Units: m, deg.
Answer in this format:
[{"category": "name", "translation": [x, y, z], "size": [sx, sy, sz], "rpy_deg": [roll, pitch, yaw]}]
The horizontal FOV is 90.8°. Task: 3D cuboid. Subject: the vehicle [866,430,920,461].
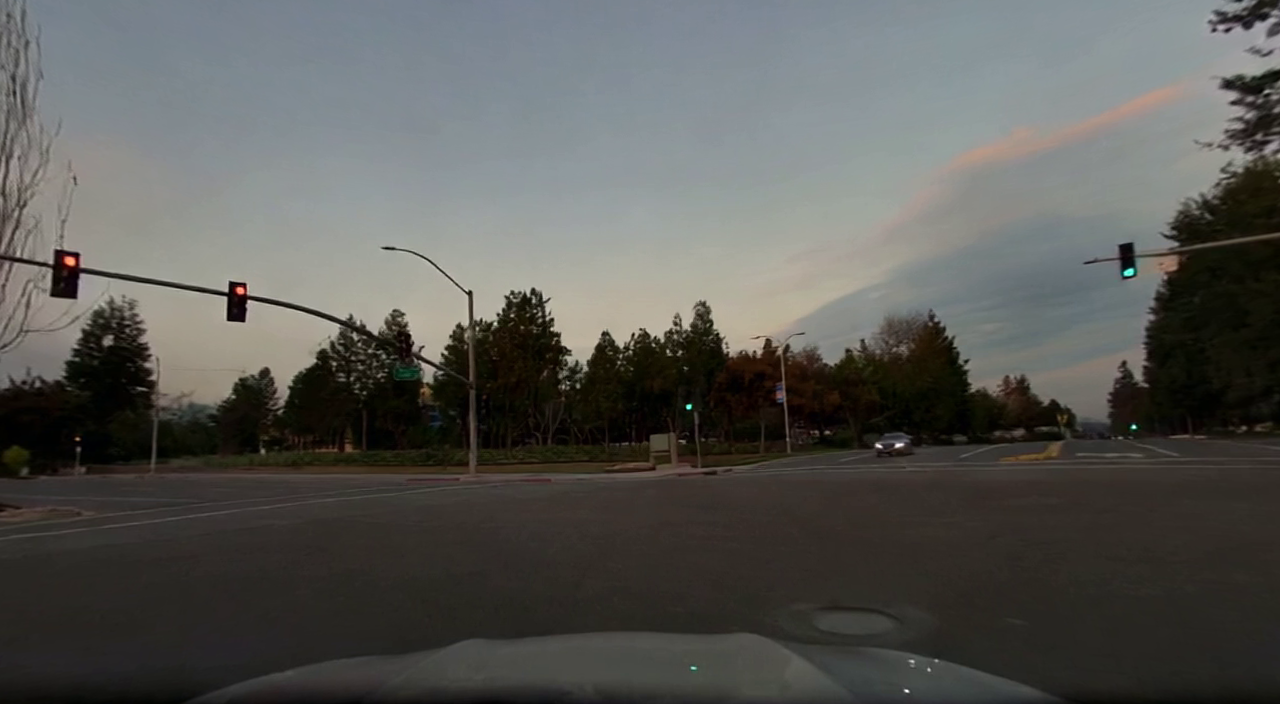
[{"category": "vehicle", "translation": [14.266, 5.264, 35.487], "size": [1.997, 1.577, 4.719], "rpy_deg": [-5, -10, 31]}]
